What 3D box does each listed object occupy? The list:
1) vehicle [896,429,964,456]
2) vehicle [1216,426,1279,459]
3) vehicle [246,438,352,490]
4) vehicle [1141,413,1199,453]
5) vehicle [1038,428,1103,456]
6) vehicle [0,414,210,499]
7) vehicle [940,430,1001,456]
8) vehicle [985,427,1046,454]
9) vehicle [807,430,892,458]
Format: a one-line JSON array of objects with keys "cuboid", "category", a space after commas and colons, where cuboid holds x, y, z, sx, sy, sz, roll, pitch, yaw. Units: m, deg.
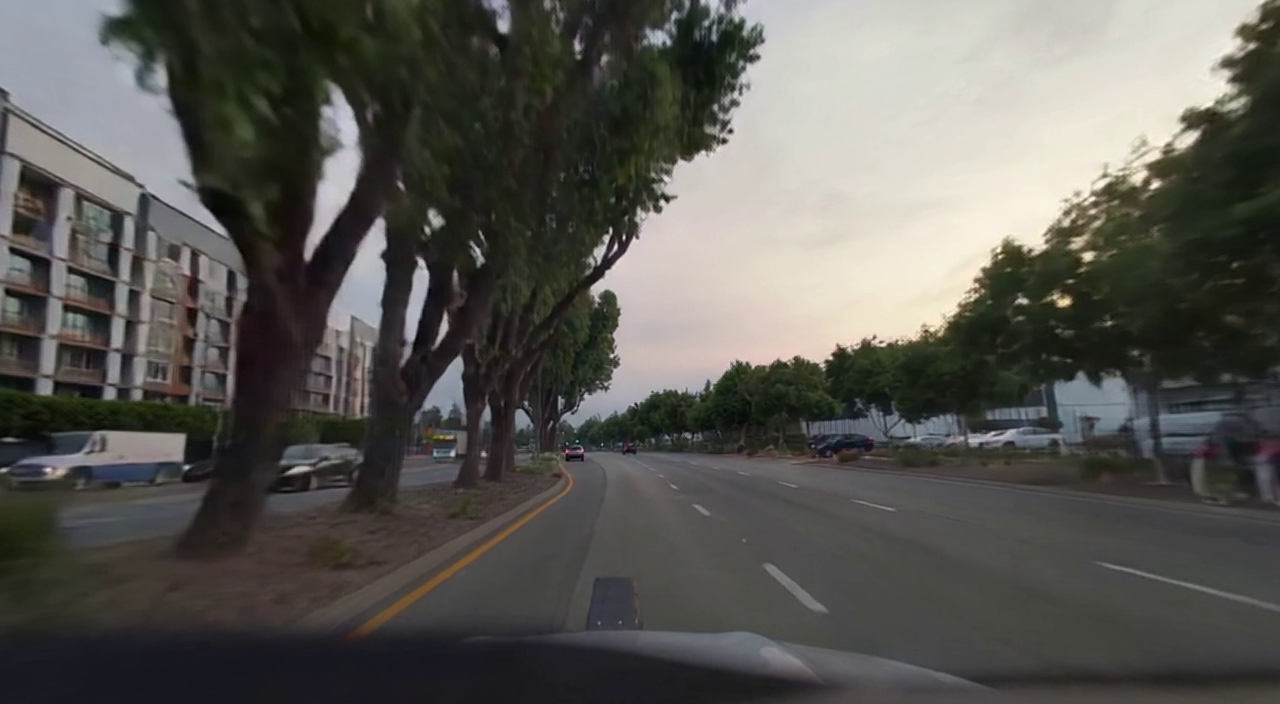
[{"cuboid": [21.247, 6.648, 46.457, 4.218, 1.780, 2.331, -1, -10, 17], "category": "vehicle"}, {"cuboid": [31.253, 4.501, 31.353, 4.313, 1.549, 1.851, 2, -9, -17], "category": "vehicle"}, {"cuboid": [-13.199, 4.331, 24.759, 1.927, 1.828, 4.112, 0, -8, -2], "category": "vehicle"}, {"cuboid": [36.624, 5.667, 43.594, 5.151, 2.514, 2.332, 9, -13, -43], "category": "vehicle"}, {"cuboid": [26.086, 5.456, 38.218, 4.202, 1.577, 2.080, 7, -11, -40], "category": "vehicle"}, {"cuboid": [-20.558, 4.062, 24.931, 2.601, 2.866, 6.588, 0, -9, -2], "category": "vehicle"}, {"cuboid": [21.598, 5.919, 41.152, 2.218, 1.617, 4.783, -8, -11, 42], "category": "vehicle"}, {"cuboid": [23.605, 5.583, 39.637, 2.219, 1.587, 5.047, -8, -11, 41], "category": "vehicle"}, {"cuboid": [15.716, 6.972, 47.737, 5.829, 1.995, 2.659, -2, -9, 14], "category": "vehicle"}]
